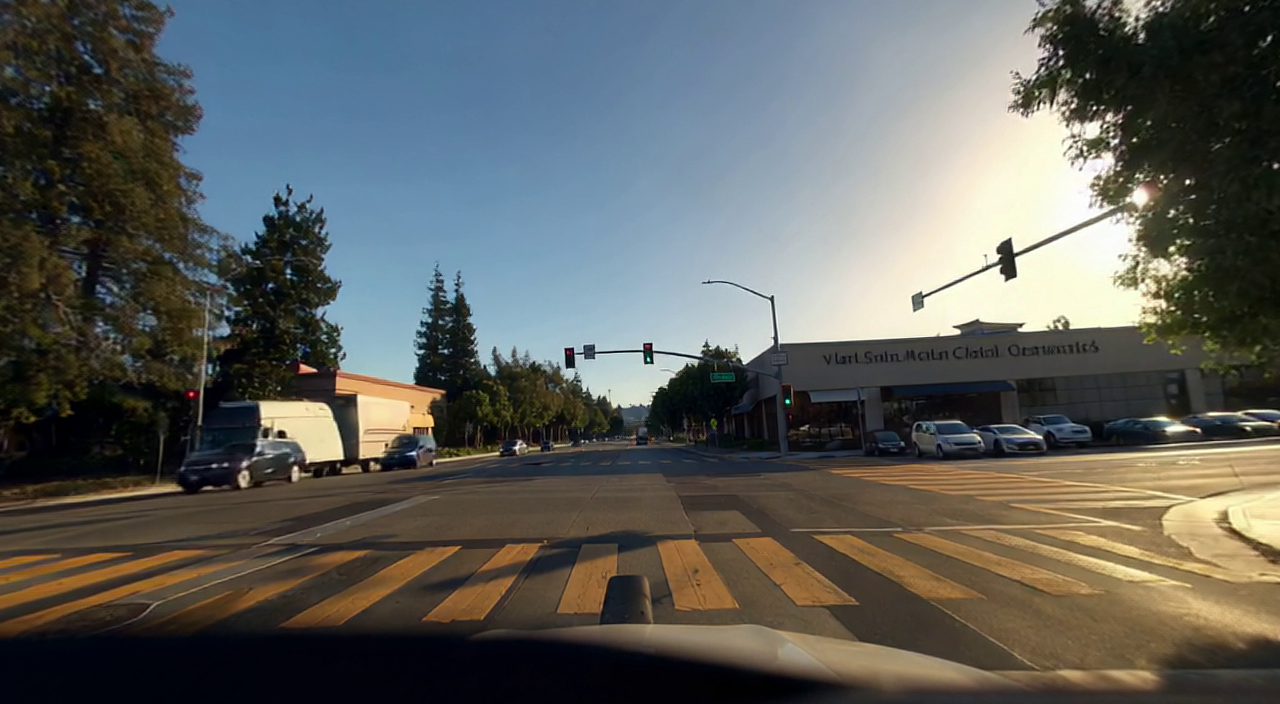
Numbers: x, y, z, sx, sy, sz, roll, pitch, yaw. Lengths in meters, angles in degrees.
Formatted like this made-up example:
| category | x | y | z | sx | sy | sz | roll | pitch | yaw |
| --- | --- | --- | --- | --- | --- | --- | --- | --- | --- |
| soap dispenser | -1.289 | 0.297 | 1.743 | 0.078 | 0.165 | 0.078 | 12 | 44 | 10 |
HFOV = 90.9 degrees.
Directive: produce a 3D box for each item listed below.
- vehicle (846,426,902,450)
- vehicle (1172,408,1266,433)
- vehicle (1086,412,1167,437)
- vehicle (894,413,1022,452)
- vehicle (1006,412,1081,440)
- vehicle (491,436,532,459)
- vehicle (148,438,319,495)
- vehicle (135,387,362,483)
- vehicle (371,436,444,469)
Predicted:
| category | x | y | z | sx | sy | sz | roll | pitch | yaw |
| --- | --- | --- | --- | --- | --- | --- | --- | --- | --- |
| vehicle | 17.190 | 6.346 | 46.398 | 3.329 | 1.415 | 1.821 | -6 | -9 | 2 |
| vehicle | 38.434 | 4.615 | 41.989 | 1.715 | 1.480 | 4.701 | 0 | -8 | -1 |
| vehicle | 31.378 | 4.725 | 40.774 | 1.823 | 1.480 | 4.003 | 0 | -8 | -4 |
| vehicle | 14.011 | 3.593 | 27.937 | 4.566 | 1.670 | 2.000 | 0 | -8 | -2 |
| vehicle | 26.306 | 4.878 | 41.269 | 2.011 | 1.656 | 4.163 | 0 | -8 | -3 |
| vehicle | -9.253 | 6.910 | 45.645 | 2.026 | 1.616 | 4.199 | 0 | -8 | 1 |
| vehicle | -12.024 | 3.397 | 19.142 | 1.996 | 1.482 | 4.772 | 0 | -8 | 0 |
| vehicle | -16.566 | 3.821 | 28.345 | 3.161 | 3.455 | 11.058 | 0 | -8 | 0 |
| vehicle | -12.288 | 5.339 | 33.618 | 2.181 | 1.653 | 4.468 | 0 | -8 | 0 |
